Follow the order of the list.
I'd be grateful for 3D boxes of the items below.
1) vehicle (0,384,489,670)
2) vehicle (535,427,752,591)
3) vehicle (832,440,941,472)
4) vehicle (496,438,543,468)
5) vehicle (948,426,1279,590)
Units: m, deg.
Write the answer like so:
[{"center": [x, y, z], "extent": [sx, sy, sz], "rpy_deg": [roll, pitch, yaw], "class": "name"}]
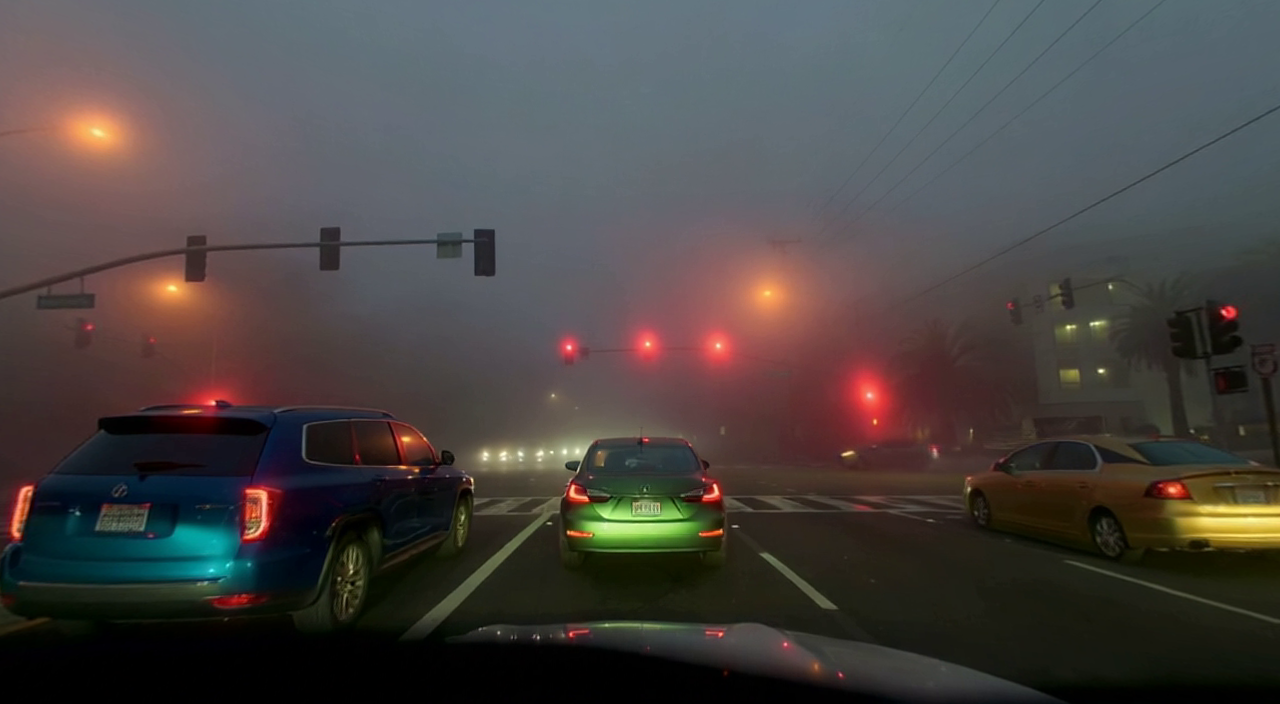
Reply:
[{"center": [-3.101, 1.367, 6.068], "extent": [2.051, 1.682, 4.467], "rpy_deg": [0, -8, 2], "class": "vehicle"}, {"center": [-0.001, 1.706, 7.717], "extent": [1.942, 1.445, 3.973], "rpy_deg": [0, -8, -1], "class": "vehicle"}, {"center": [12.510, 5.305, 32.278], "extent": [4.705, 1.560, 1.887], "rpy_deg": [0, -8, 0], "class": "vehicle"}, {"center": [-7.936, 6.697, 42.030], "extent": [2.130, 1.810, 4.450], "rpy_deg": [-2, -8, 1], "class": "vehicle"}, {"center": [6.088, 1.761, 8.087], "extent": [1.970, 1.489, 4.482], "rpy_deg": [0, -8, -1], "class": "vehicle"}]
